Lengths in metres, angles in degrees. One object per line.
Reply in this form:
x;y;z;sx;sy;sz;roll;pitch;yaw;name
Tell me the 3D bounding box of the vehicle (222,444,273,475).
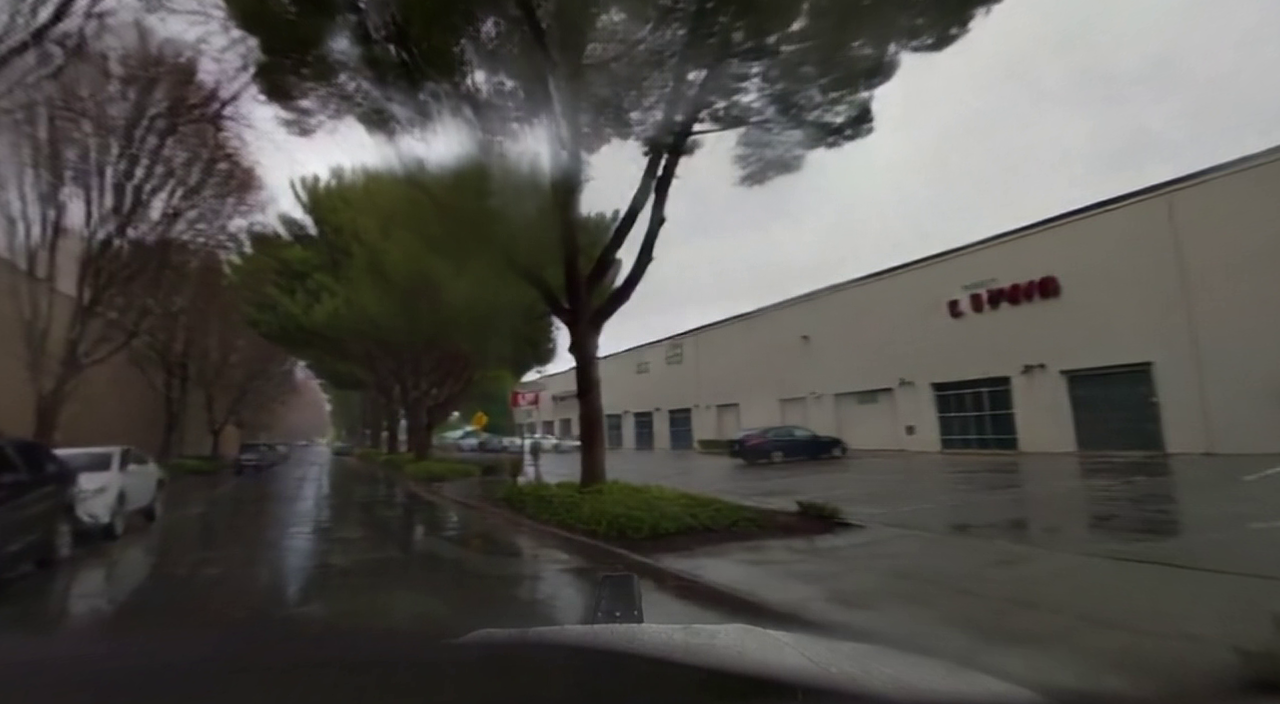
-22.314;6.130;36.006;2.040;1.501;4.440;-1;-8;-26;vehicle
